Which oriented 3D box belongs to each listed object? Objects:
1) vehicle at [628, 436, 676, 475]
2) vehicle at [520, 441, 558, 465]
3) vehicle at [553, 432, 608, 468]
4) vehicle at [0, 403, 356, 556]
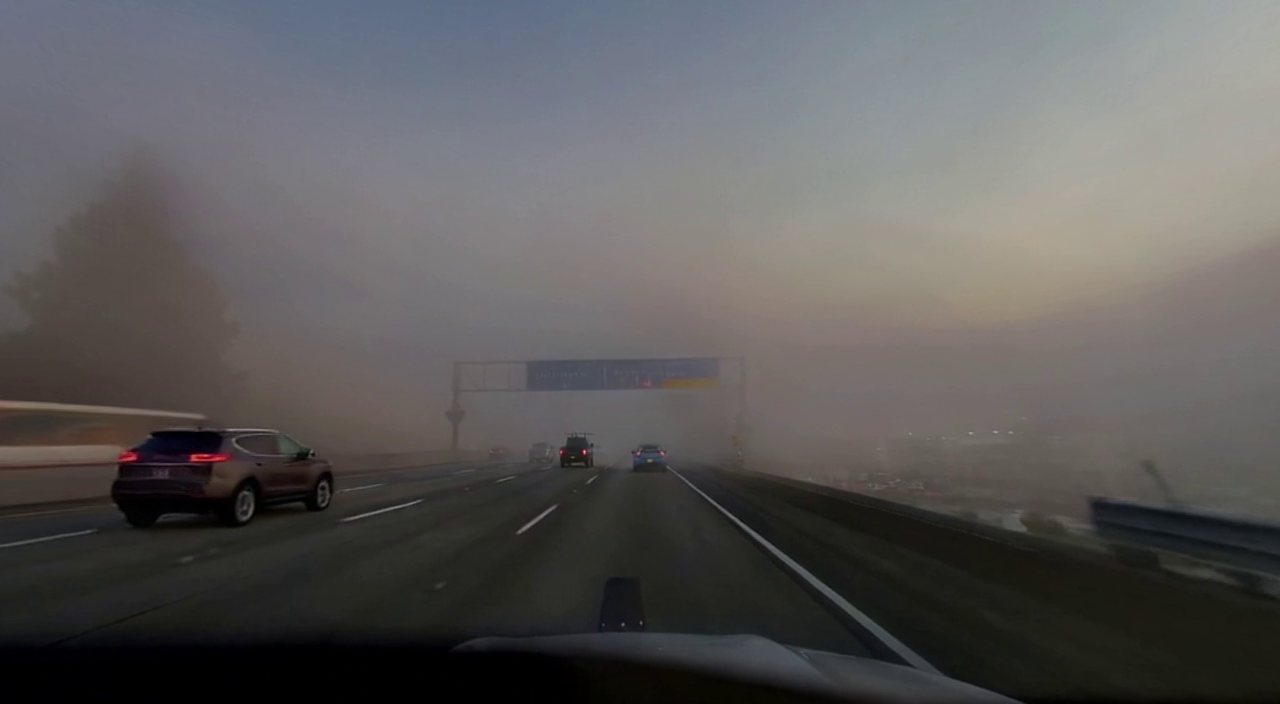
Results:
[{"bbox_3d":[0.544,4.970,30.451,2.135,1.697,4.757,0,-8,0],"label":"vehicle"},{"bbox_3d":[-7.681,7.741,48.572,2.078,1.779,4.610,0,-8,1],"label":"vehicle"},{"bbox_3d":[-3.631,6.163,39.704,2.751,2.050,5.761,0,-8,1],"label":"vehicle"},{"bbox_3d":[-7.655,2.033,10.936,2.521,1.901,5.988,0,-8,2],"label":"vehicle"}]
